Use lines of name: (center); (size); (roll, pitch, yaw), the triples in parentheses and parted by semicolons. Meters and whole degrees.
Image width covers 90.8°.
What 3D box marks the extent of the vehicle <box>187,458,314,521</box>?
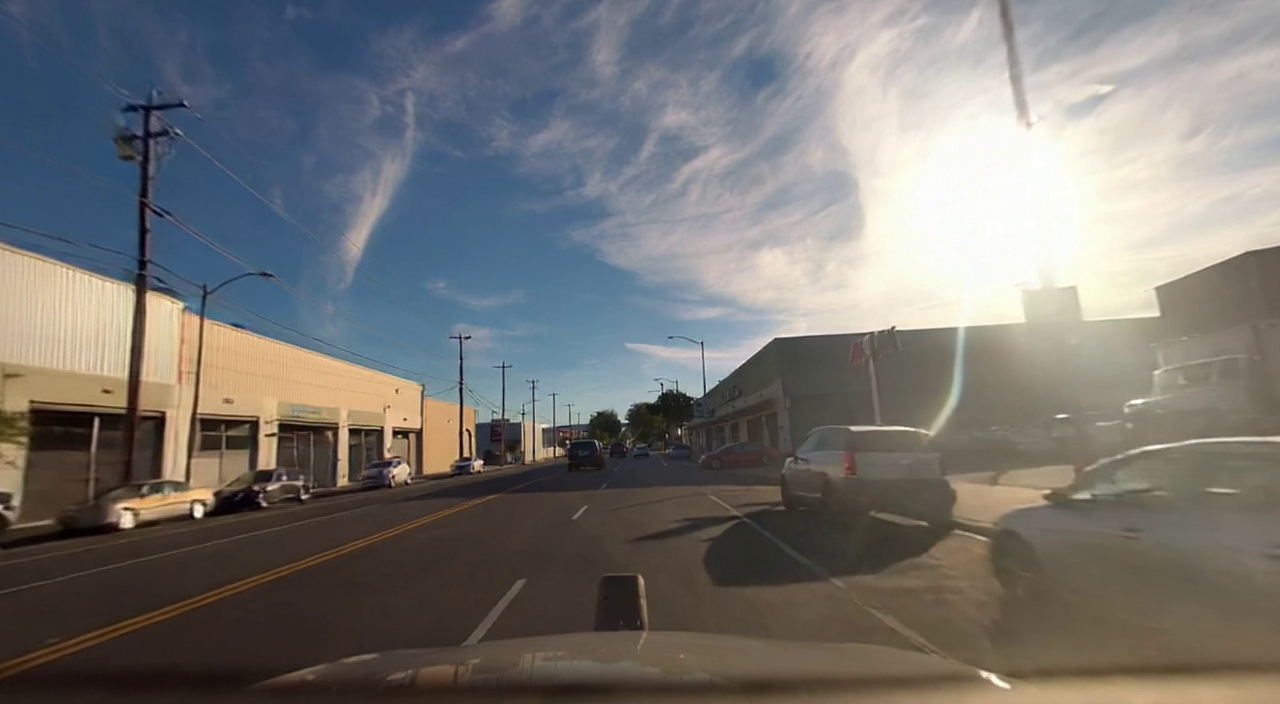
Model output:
vehicle: (-15.279, 5.364, 25.136); (2.081, 1.791, 4.799); (-6, -7, -1)

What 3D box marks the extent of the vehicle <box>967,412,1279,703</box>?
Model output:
vehicle: (3.894, 1.058, 3.259); (1.862, 1.451, 4.544); (0, -9, -2)

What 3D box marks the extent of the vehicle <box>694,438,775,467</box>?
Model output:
vehicle: (5.440, 5.859, 36.935); (4.474, 1.632, 2.234); (-1, -8, 5)

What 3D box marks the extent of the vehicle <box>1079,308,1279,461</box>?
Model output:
vehicle: (19.212, 1.092, 17.892); (10.707, 3.850, 3.717); (1, -8, -1)

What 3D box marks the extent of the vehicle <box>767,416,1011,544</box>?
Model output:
vehicle: (3.828, 2.097, 11.120); (2.048, 1.658, 5.559); (0, -9, 0)

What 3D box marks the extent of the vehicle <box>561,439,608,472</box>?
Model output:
vehicle: (-3.291, 6.199, 38.222); (2.348, 1.831, 4.737); (0, -8, 1)

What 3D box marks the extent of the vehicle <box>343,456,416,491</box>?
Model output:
vehicle: (-15.324, 7.158, 37.495); (1.966, 1.760, 5.423); (-1, -8, 1)

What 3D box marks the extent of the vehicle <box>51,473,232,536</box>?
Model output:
vehicle: (-15.148, 4.617, 19.586); (2.049, 1.496, 4.338); (-1, -8, 0)
